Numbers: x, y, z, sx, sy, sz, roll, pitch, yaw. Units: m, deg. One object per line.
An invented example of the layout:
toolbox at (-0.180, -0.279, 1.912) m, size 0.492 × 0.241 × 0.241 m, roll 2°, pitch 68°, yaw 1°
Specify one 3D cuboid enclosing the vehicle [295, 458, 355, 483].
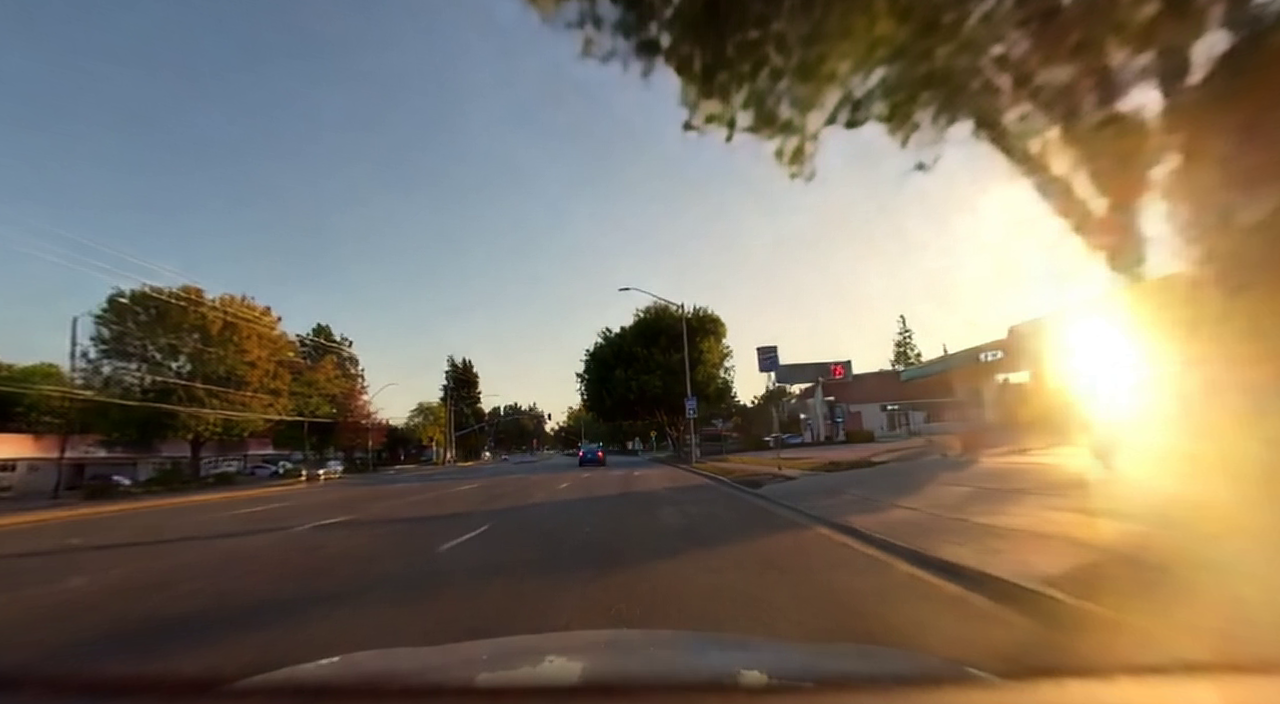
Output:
vehicle at (-22.746, 8.556, 45.828) m, size 2.127 × 1.538 × 4.558 m, roll 0°, pitch -8°, yaw -1°
